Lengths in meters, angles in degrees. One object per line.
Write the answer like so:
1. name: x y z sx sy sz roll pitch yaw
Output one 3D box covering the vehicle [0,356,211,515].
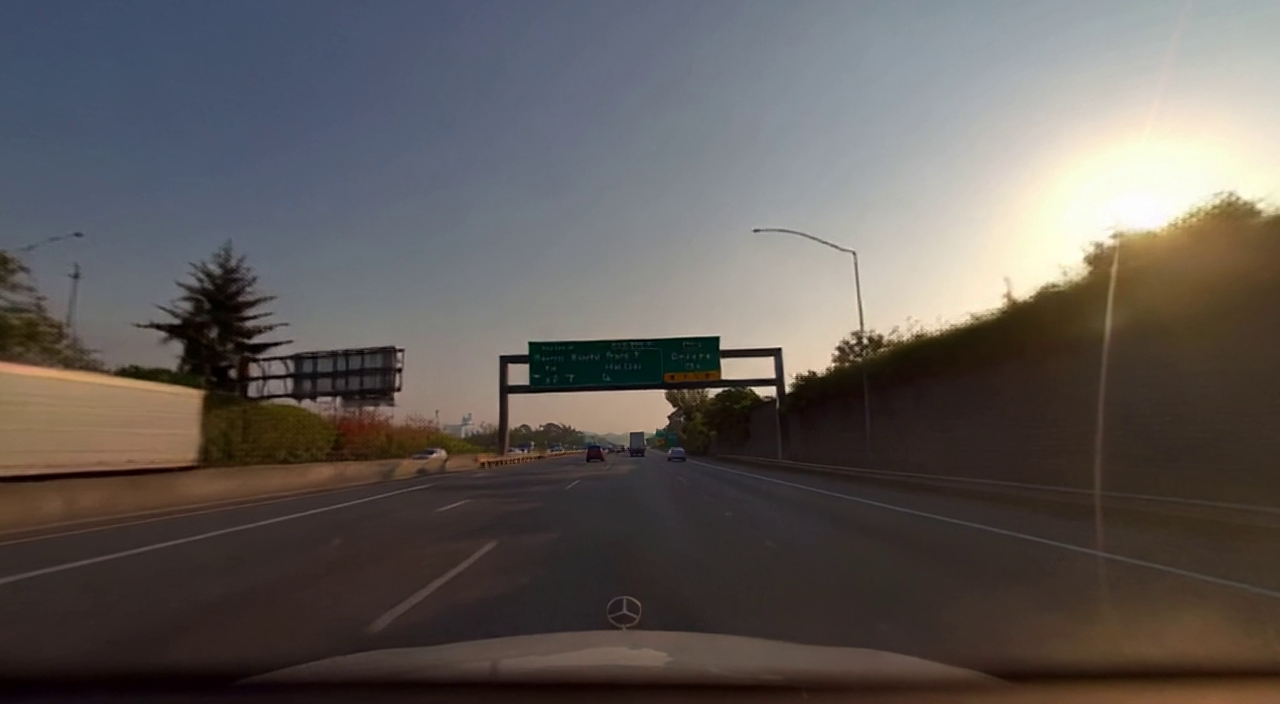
1. vehicle: -17.748 2.206 16.547 2.932 3.996 14.452 0 -9 0
